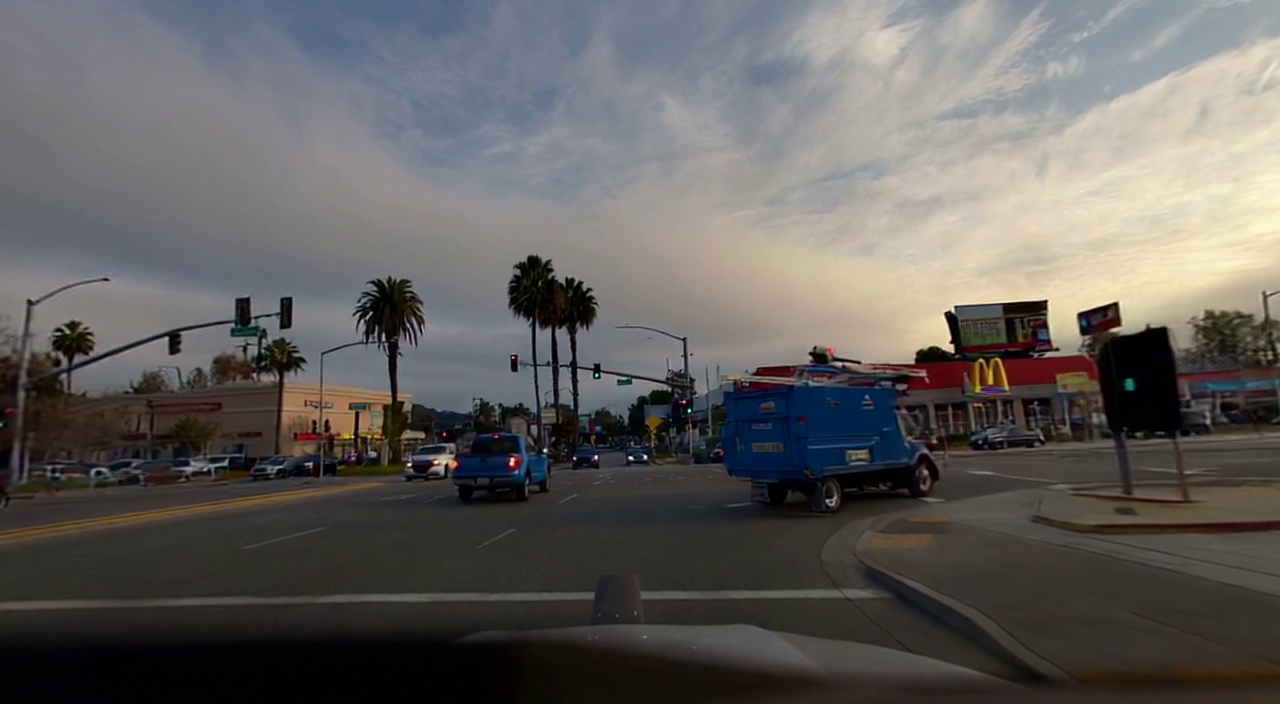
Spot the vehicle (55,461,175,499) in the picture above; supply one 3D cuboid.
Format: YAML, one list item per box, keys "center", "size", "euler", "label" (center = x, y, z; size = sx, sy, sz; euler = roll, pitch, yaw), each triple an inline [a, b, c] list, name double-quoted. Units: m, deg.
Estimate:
- center: [-27.115, 6.624, 32.759]
  size: [4.583, 1.556, 1.893]
  euler: [-3, -6, 0]
  label: "vehicle"

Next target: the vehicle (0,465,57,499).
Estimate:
- center: [-38.937, 8.060, 38.960]
  size: [4.136, 1.863, 1.785]
  euler: [-3, -9, 0]
  label: "vehicle"

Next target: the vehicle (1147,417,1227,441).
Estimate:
- center: [41.778, 5.873, 48.328]
  size: [3.879, 1.626, 2.382]
  euler: [-3, -7, -1]
  label: "vehicle"

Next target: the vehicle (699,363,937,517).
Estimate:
- center: [4.384, 2.096, 15.058]
  size: [5.938, 2.954, 2.463]
  euler: [7, -11, -40]
  label: "vehicle"

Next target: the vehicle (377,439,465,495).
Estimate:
- center: [-7.285, 3.827, 21.477]
  size: [1.997, 1.679, 4.263]
  euler: [1, -9, -8]
  label: "vehicle"

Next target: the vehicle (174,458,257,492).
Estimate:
- center: [-25.248, 7.279, 37.608]
  size: [3.721, 1.450, 1.824]
  euler: [-7, -7, 1]
  label: "vehicle"

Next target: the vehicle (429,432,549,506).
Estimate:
- center: [-3.960, 3.152, 17.506]
  size: [2.102, 1.744, 4.630]
  euler: [0, -8, 1]
  label: "vehicle"
